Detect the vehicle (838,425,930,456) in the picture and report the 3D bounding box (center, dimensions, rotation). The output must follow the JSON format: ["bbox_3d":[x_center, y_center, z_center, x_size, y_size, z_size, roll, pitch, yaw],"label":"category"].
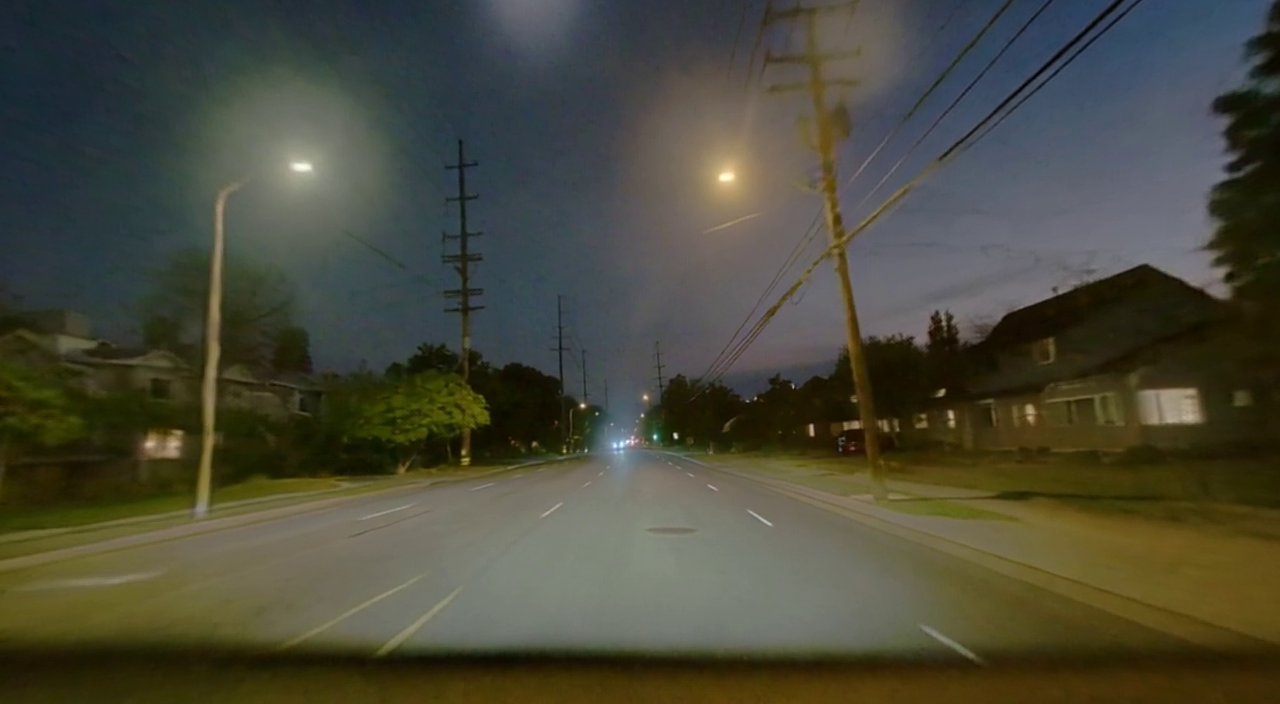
[{"bbox_3d":[14.254,5.187,36.953,4.512,1.701,2.017,0,-8,-2],"label":"vehicle"}]
